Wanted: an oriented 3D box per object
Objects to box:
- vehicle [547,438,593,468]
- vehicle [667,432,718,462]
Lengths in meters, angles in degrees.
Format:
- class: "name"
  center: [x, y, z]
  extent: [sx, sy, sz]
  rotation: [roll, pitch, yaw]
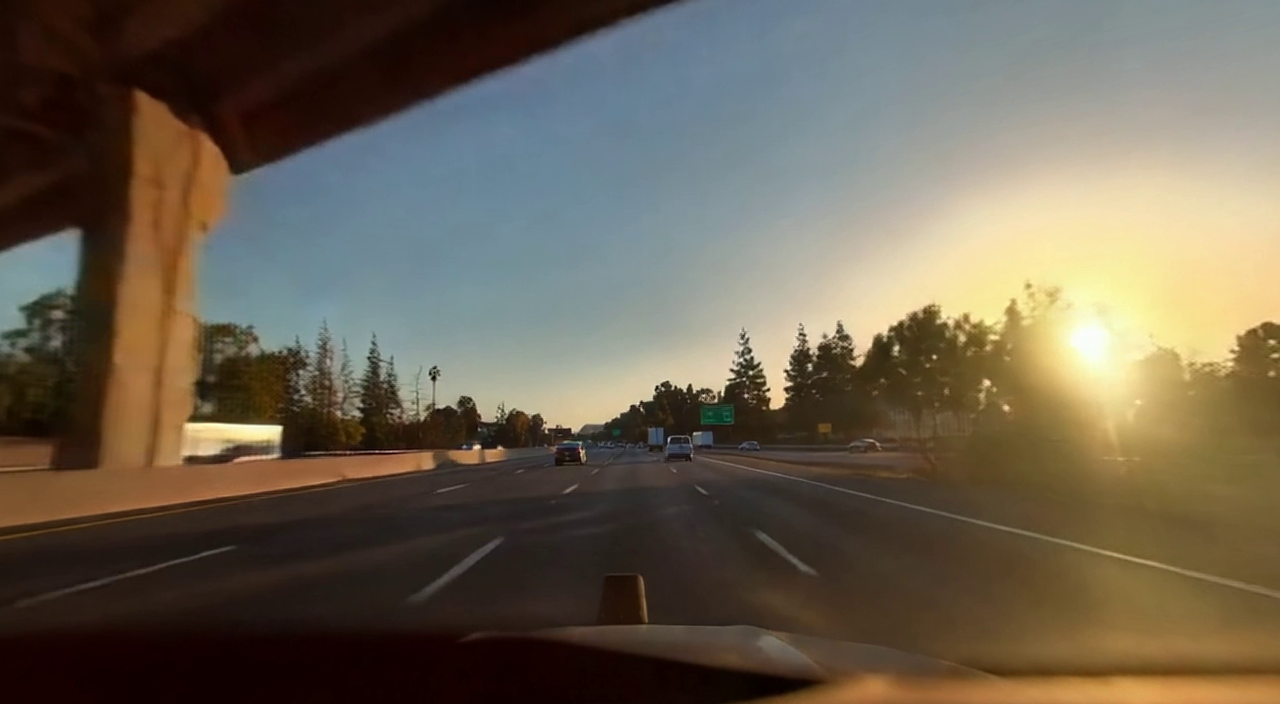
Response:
- class: "vehicle"
  center: [-3.759, 5.537, 34.613]
  extent: [2.066, 1.500, 4.415]
  rotation: [0, -8, 0]
- class: "vehicle"
  center: [3.865, 7.501, 49.854]
  extent: [3.042, 2.004, 14.051]
  rotation: [0, -8, 1]
